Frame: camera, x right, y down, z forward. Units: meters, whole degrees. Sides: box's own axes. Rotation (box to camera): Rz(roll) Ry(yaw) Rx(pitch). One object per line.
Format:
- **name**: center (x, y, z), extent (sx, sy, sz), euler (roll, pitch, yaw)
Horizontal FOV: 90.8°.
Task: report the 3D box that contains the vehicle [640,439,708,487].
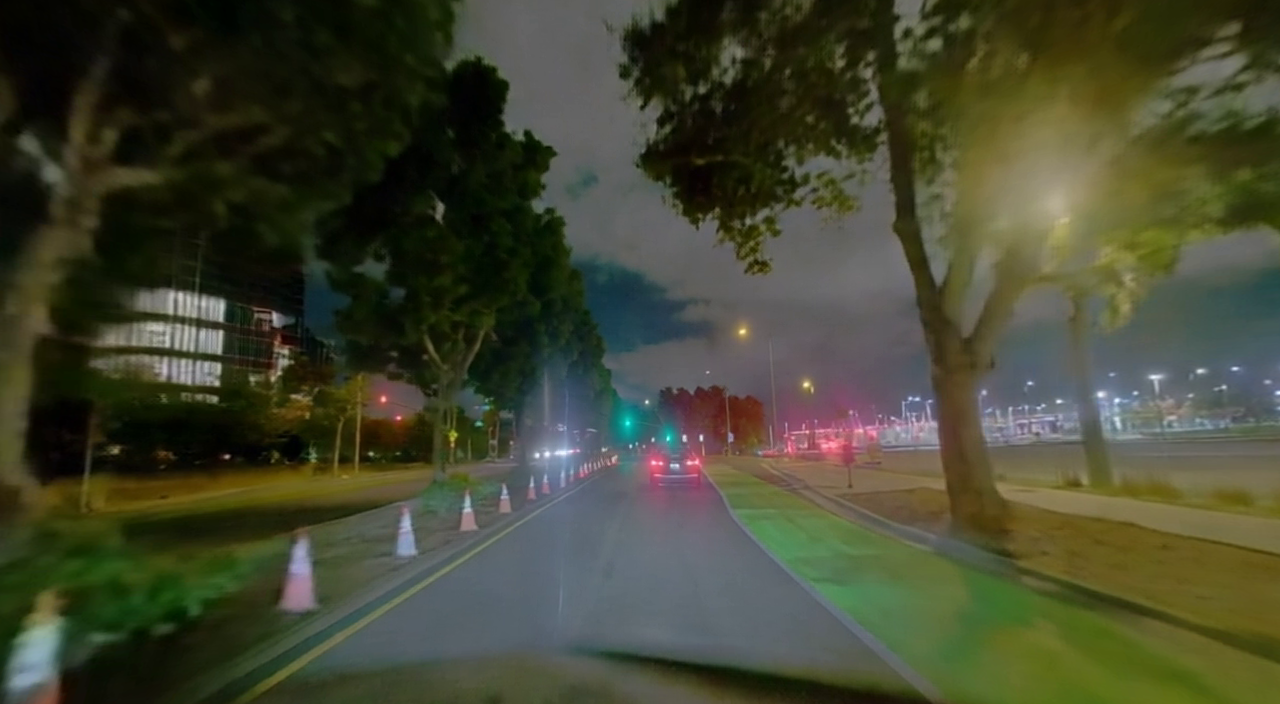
- **vehicle**: center (1.119, 3.786, 21.881), extent (2.114, 1.493, 4.430), euler (0, -8, 2)
